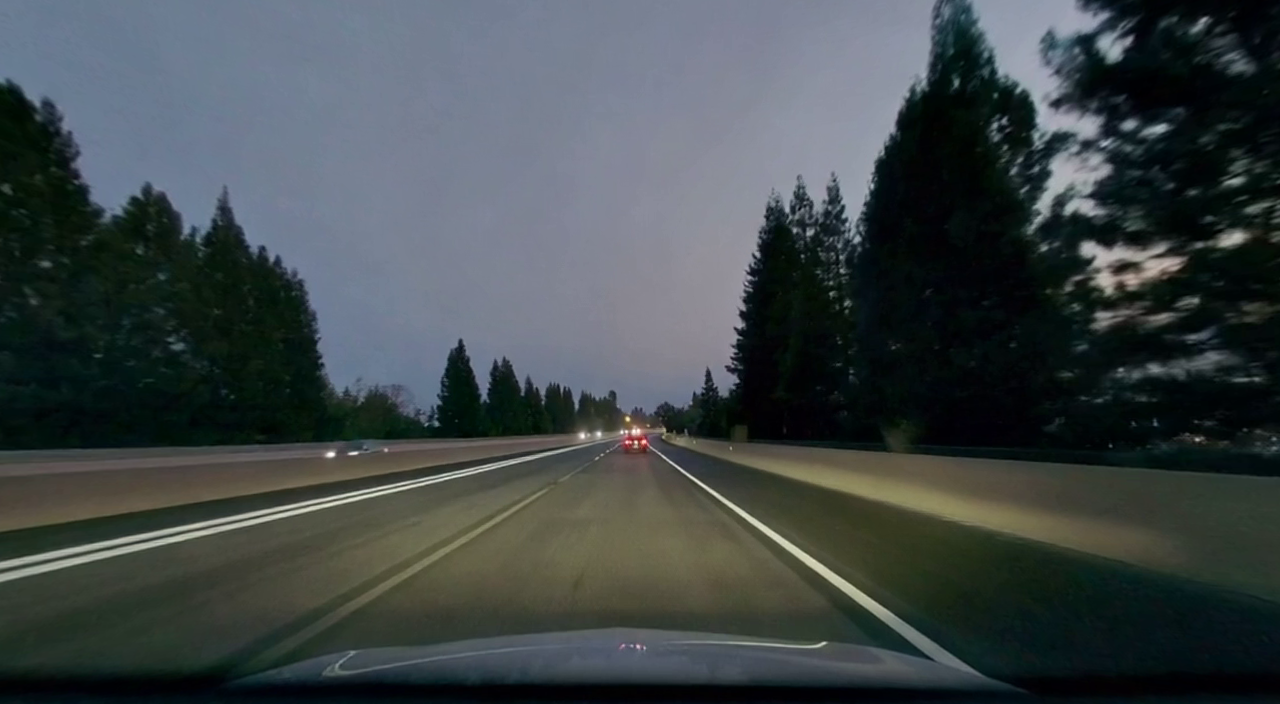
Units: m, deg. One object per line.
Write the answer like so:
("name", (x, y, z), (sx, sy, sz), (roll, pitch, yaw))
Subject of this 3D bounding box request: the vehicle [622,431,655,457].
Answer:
("vehicle", (-0.110, 6.185, 42.371), (2.134, 1.654, 4.174), (0, -8, 0))

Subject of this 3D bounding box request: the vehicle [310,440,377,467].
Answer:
("vehicle", (-17.534, 6.004, 37.521), (1.935, 1.459, 4.250), (0, -8, 0))
